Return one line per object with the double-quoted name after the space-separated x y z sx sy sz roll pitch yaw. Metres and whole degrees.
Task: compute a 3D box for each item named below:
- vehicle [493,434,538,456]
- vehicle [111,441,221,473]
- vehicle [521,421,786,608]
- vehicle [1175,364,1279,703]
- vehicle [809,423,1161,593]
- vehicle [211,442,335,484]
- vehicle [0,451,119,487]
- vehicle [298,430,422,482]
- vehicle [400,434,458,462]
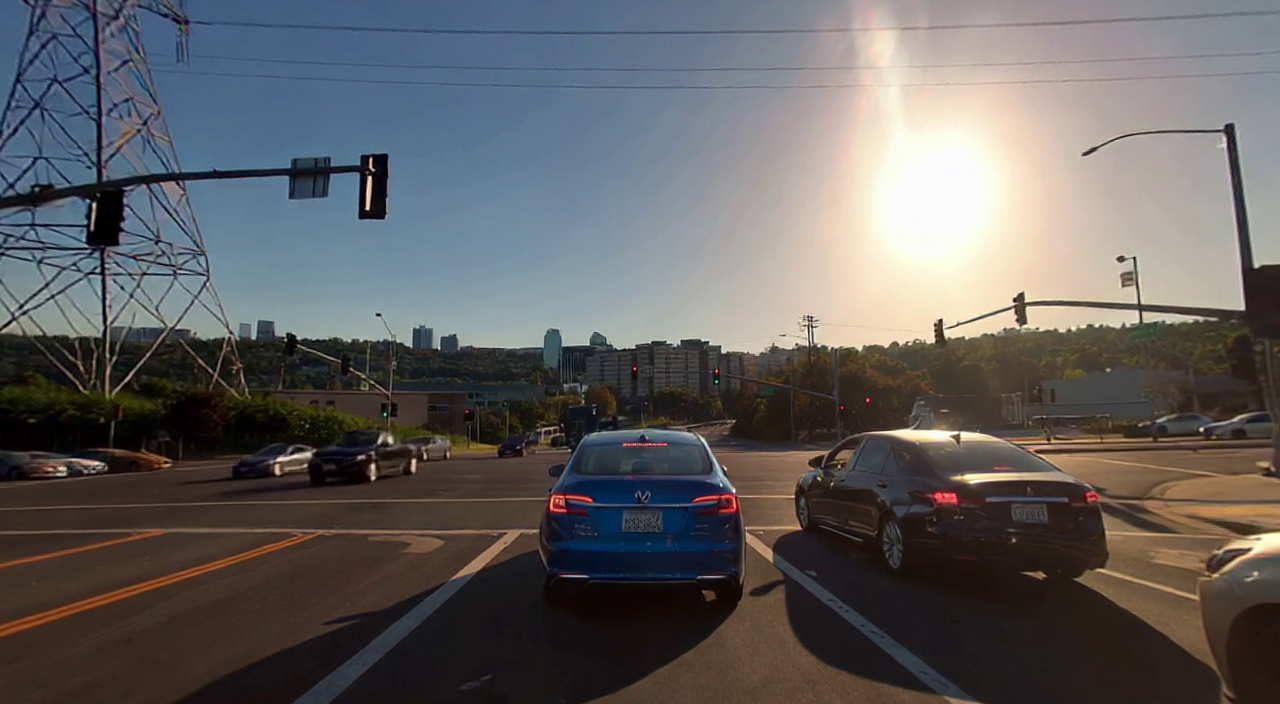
-9.021 6.793 46.112 1.992 1.480 4.743 -1 -9 4 "vehicle"
-26.059 5.773 34.782 4.417 1.637 1.956 0 -8 -2 "vehicle"
0.096 1.601 7.133 2.117 1.474 4.036 0 -8 0 "vehicle"
3.398 0.593 0.634 1.926 1.614 4.330 0 -8 1 "vehicle"
3.636 1.688 7.729 1.835 1.473 4.190 0 -8 -2 "vehicle"
-14.053 4.262 24.509 1.982 1.469 4.583 0 -8 1 "vehicle"
-25.952 5.118 27.740 4.263 1.464 1.895 0 -8 -1 "vehicle"
-10.291 3.865 23.729 2.239 1.719 4.948 -1 -8 2 "vehicle"
-13.697 6.250 41.249 1.955 1.694 4.625 -1 -8 3 "vehicle"
